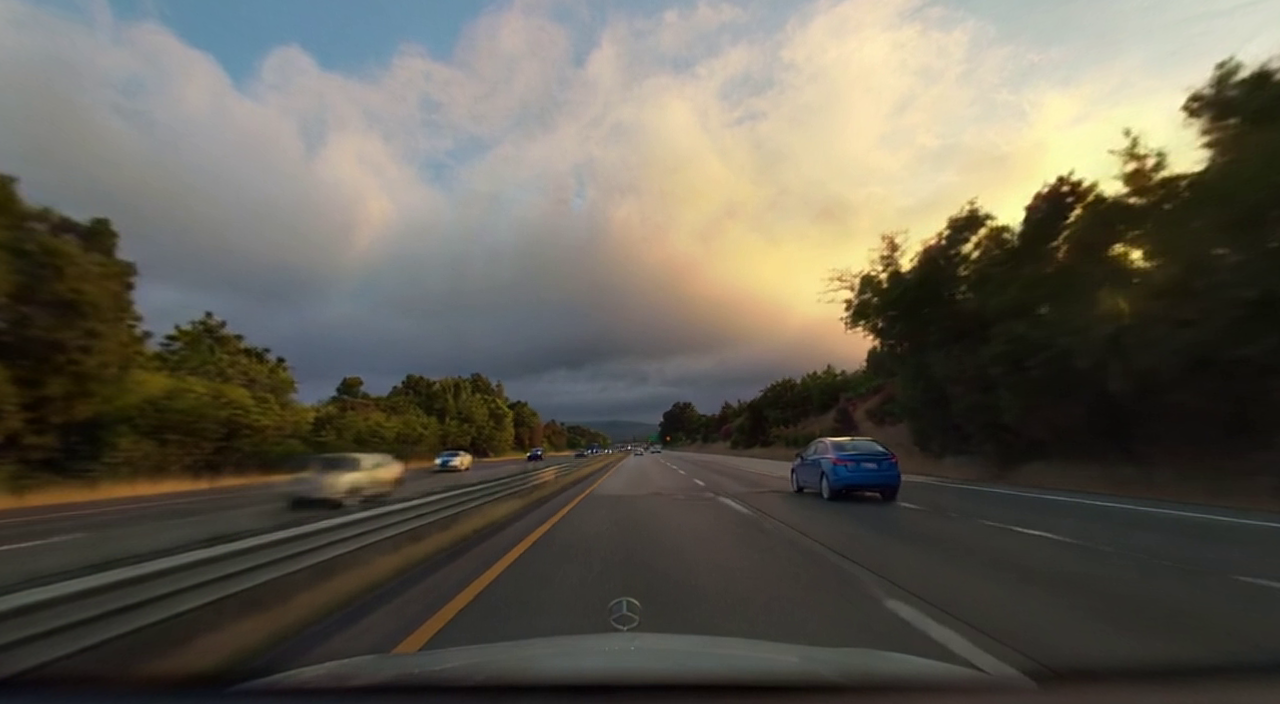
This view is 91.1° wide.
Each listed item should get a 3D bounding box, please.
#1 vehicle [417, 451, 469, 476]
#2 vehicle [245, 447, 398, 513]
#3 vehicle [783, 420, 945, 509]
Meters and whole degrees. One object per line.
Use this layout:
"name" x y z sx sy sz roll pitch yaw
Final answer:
"vehicle" -12.953 7.333 41.617 1.944 1.474 4.503 0 -9 0
"vehicle" -8.607 3.453 17.530 1.912 1.549 4.435 0 -9 0
"vehicle" 5.110 2.656 15.181 2.117 1.783 4.627 0 -9 -1
